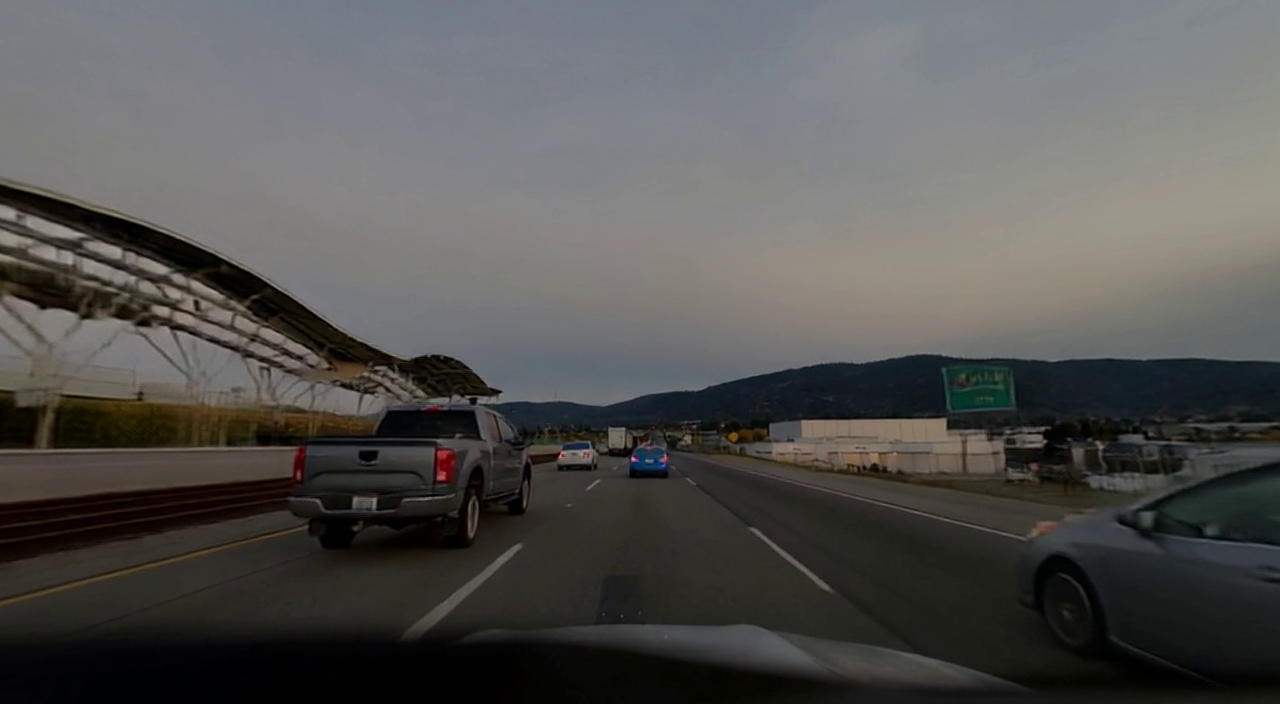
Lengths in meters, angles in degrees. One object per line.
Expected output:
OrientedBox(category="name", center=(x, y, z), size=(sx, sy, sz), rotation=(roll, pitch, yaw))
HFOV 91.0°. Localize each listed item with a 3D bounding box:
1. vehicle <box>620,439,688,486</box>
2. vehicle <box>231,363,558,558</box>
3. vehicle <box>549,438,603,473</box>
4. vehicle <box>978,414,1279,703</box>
OrientedBox(category="vehicle", center=(0.452, 3.851, 22.299), size=(2.171, 1.493, 4.081), rotation=(0, -8, 0))
OrientedBox(category="vehicle", center=(-3.282, 1.740, 10.760), size=(2.733, 2.230, 6.820), rotation=(0, -8, 1))
OrientedBox(category="vehicle", center=(-3.167, 5.239, 32.186), size=(2.151, 1.613, 4.786), rotation=(0, -8, 1))
OrientedBox(category="vehicle", center=(3.644, 1.009, 2.462), size=(2.023, 1.510, 4.773), rotation=(0, -8, 0))
